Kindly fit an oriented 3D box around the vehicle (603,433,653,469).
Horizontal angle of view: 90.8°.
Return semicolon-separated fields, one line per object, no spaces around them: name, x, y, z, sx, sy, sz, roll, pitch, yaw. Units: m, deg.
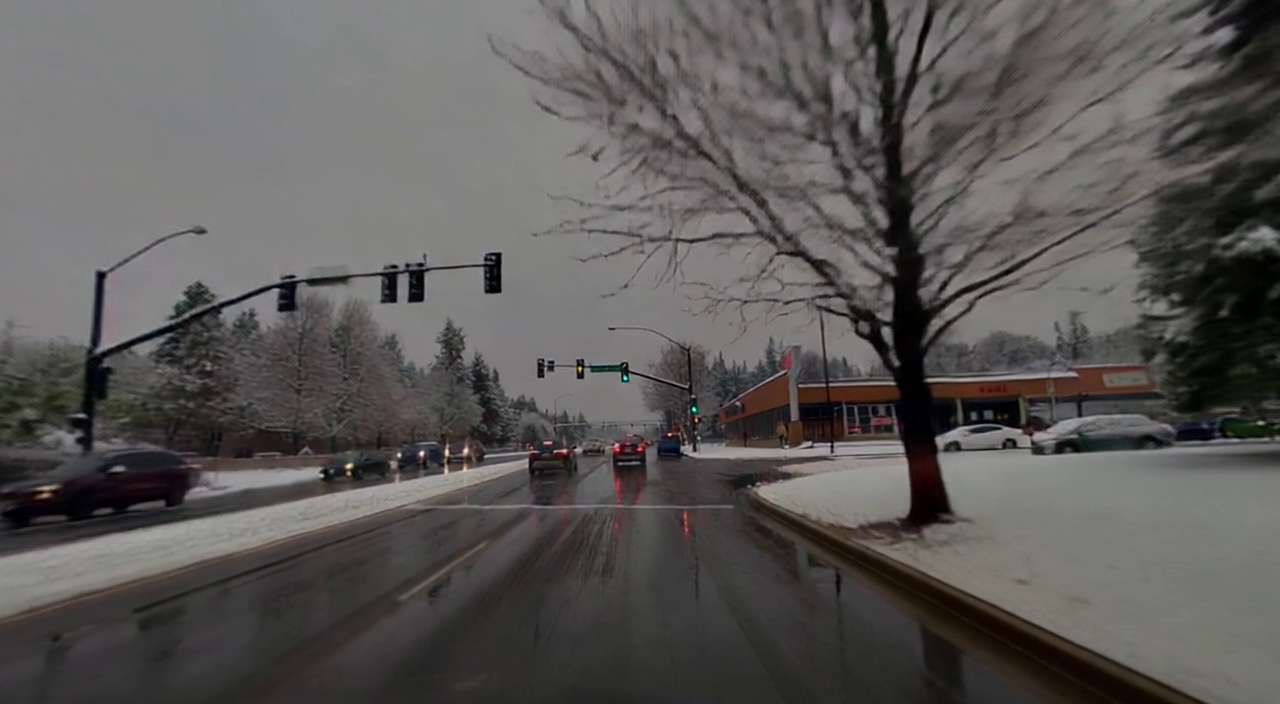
vehicle;-0.537;4.468;28.620;2.085;1.475;3.976;0;-8;-1

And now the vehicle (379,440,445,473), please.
vehicle;-12.602;5.809;35.261;1.986;1.712;4.399;0;-8;1

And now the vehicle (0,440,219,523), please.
vehicle;-13.190;3.113;15.827;1.999;1.755;4.518;-1;-8;2

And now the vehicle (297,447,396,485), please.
vehicle;-12.587;4.883;27.469;1.909;1.462;4.608;-1;-8;3

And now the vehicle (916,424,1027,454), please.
vehicle;17.165;4.538;32.896;4.517;1.455;2.233;-1;-8;3

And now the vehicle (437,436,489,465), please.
vehicle;-12.375;6.919;44.501;2.260;1.921;4.902;0;-8;0

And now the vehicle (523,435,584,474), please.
vehicle;-3.575;4.319;26.821;1.921;1.477;4.083;0;-8;1
